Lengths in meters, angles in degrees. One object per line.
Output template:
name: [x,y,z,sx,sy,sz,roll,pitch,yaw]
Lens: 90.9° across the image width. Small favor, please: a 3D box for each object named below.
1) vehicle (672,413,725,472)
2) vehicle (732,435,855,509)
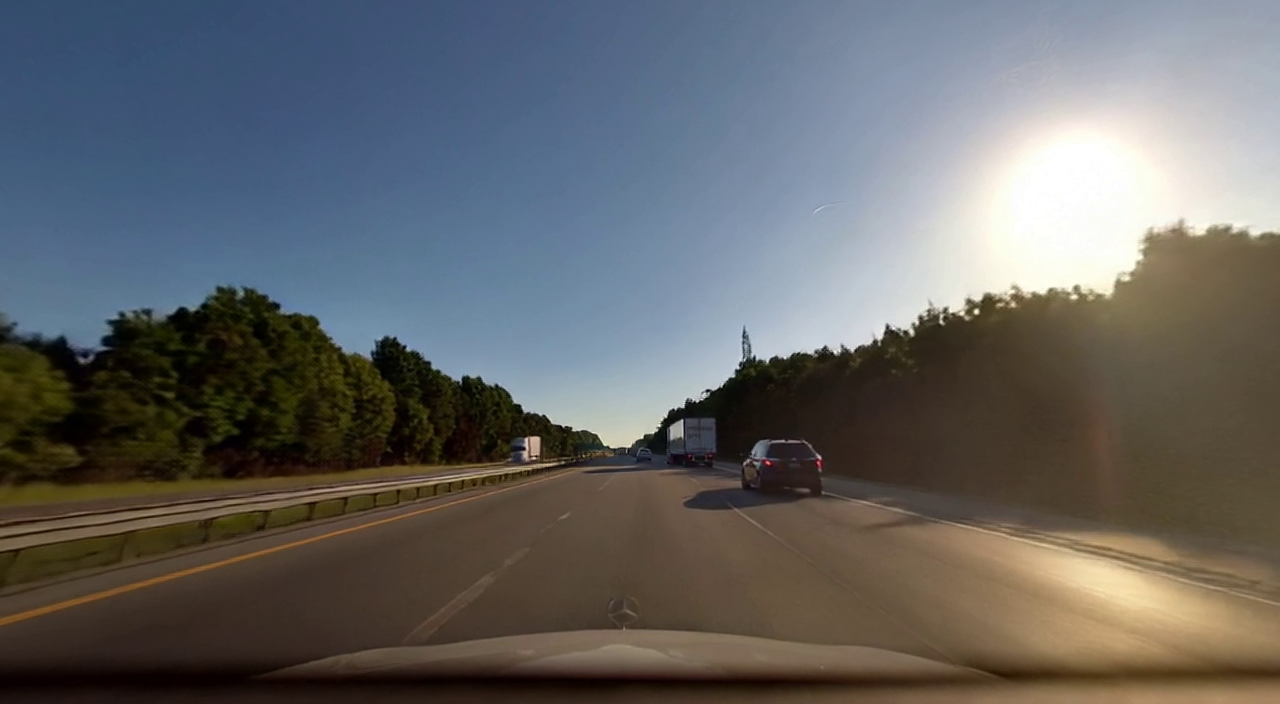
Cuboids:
vehicle: [4.318,7.045,48.608,3.117,3.971,10.593,0,-9,0]
vehicle: [3.791,3.038,16.393,2.096,1.653,4.185,0,-9,0]
